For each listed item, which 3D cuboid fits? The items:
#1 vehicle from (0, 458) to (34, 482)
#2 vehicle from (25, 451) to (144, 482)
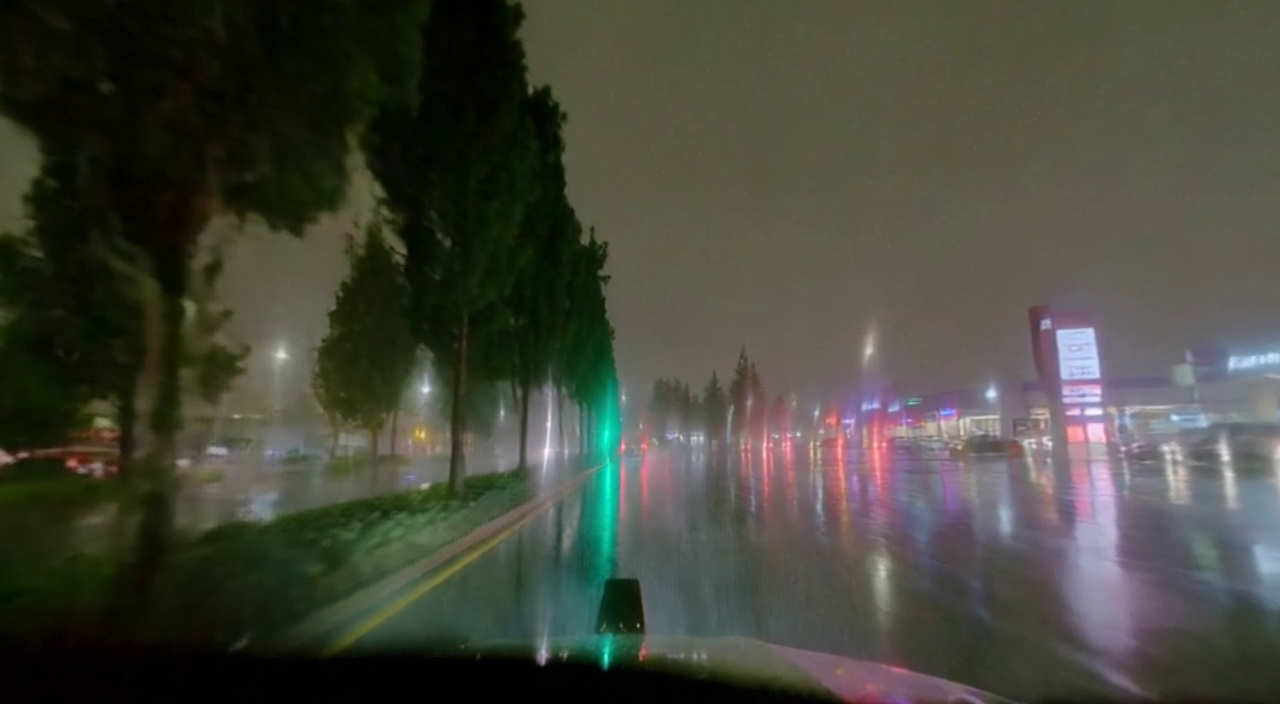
[{"bbox_3d":[-41.721,7.780,41.578,4.398,1.444,2.145,-10,-12,40],"label":"vehicle"},{"bbox_3d":[-29.690,6.101,33.888,4.408,1.568,2.052,0,-9,0],"label":"vehicle"}]
